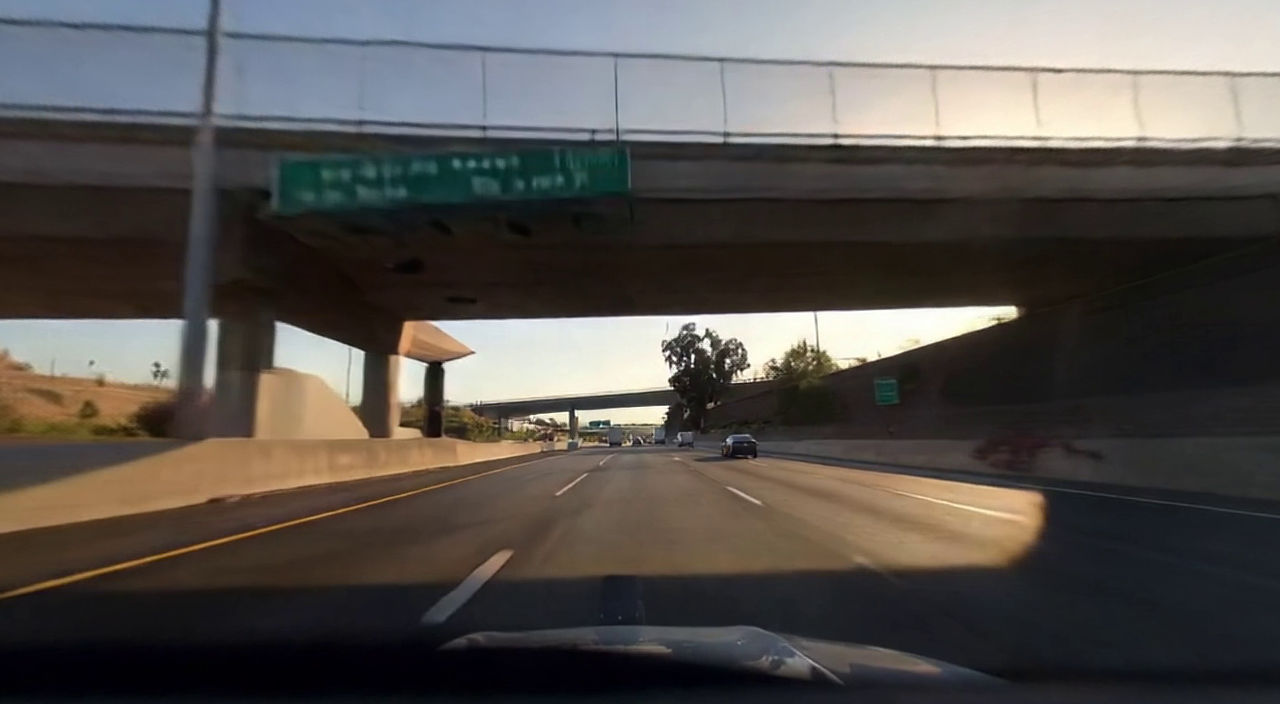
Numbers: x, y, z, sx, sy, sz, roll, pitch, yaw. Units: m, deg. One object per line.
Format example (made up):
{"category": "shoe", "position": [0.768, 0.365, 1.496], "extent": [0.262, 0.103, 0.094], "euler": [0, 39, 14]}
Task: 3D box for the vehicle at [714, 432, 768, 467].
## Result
{"category": "vehicle", "position": [4.621, 4.516, 29.328], "extent": [1.802, 1.492, 3.804], "euler": [0, -8, -1]}
